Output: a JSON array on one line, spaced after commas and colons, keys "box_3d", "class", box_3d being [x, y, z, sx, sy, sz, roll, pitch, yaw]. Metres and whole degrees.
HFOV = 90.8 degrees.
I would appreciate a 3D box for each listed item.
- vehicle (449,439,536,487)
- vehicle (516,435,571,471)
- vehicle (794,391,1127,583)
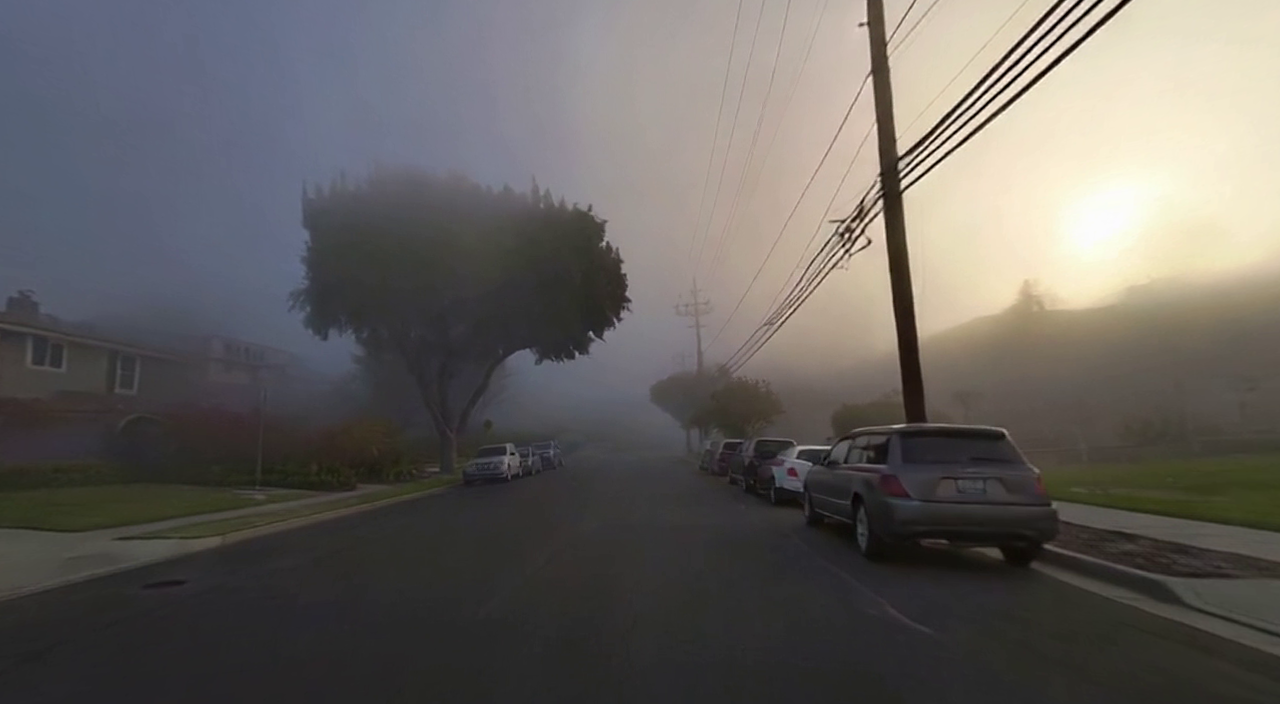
[{"box_3d": [-5.854, 4.456, 25.772, 2.226, 1.768, 4.780, 0, -8, 2], "class": "vehicle"}, {"box_3d": [-5.843, 6.226, 39.091, 2.455, 2.045, 6.171, 0, -8, 0], "class": "vehicle"}, {"box_3d": [3.545, 1.589, 8.219, 2.012, 1.777, 4.505, 0, -8, 1], "class": "vehicle"}]
